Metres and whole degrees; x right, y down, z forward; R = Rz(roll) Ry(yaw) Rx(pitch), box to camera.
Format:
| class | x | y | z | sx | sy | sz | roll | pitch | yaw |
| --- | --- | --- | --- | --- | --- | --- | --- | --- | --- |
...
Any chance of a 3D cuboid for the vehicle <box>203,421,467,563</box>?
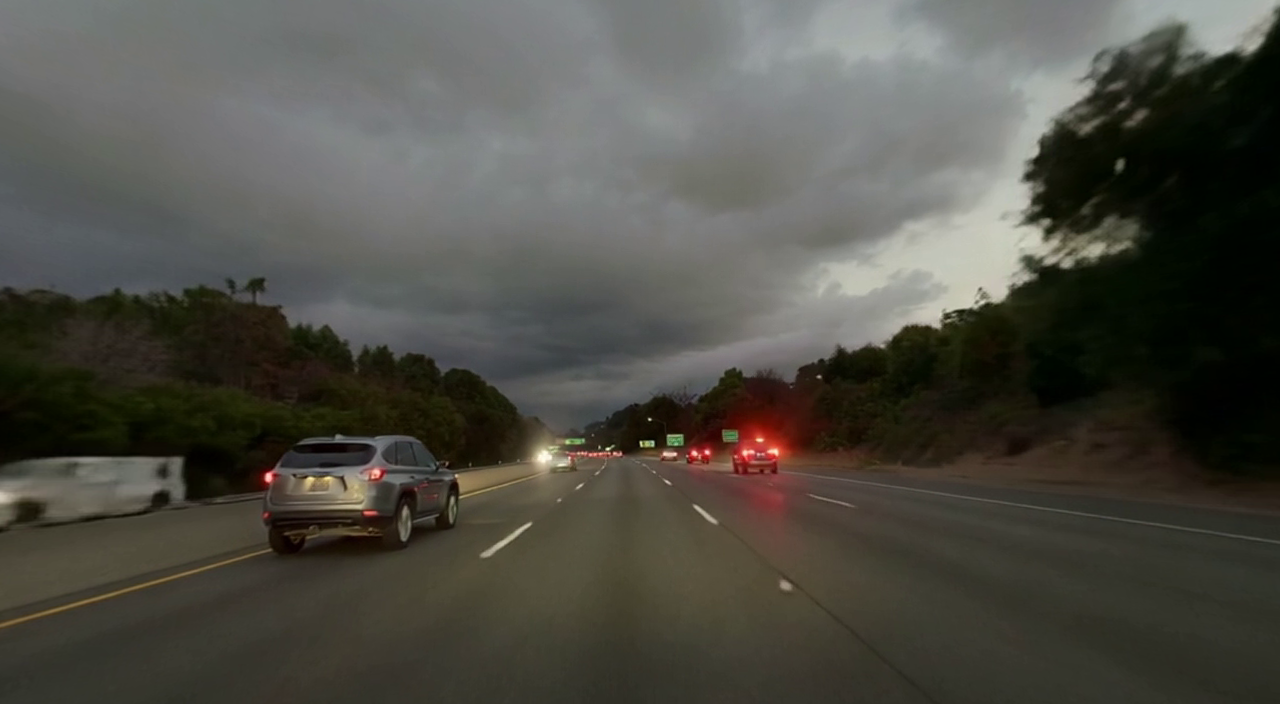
| class | x | y | z | sx | sy | sz | roll | pitch | yaw |
| --- | --- | --- | --- | --- | --- | --- | --- | --- | --- |
| vehicle | -4.414 | 2.089 | 10.078 | 2.079 | 1.745 | 4.281 | 0 | -9 | -1 |

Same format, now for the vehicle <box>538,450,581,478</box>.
| class | x | y | z | sx | sy | sz | roll | pitch | yaw |
| --- | --- | --- | --- | --- | --- | --- | --- | --- | --- |
| vehicle | -4.510 | 6.337 | 35.949 | 2.009 | 1.488 | 4.289 | 0 | -9 | -2 |

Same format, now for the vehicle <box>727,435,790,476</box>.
| class | x | y | z | sx | sy | sz | roll | pitch | yaw |
| --- | --- | --- | --- | --- | --- | --- | --- | --- | --- |
| vehicle | 6.526 | 5.798 | 35.488 | 2.378 | 2.096 | 5.119 | 0 | -9 | -2 |
